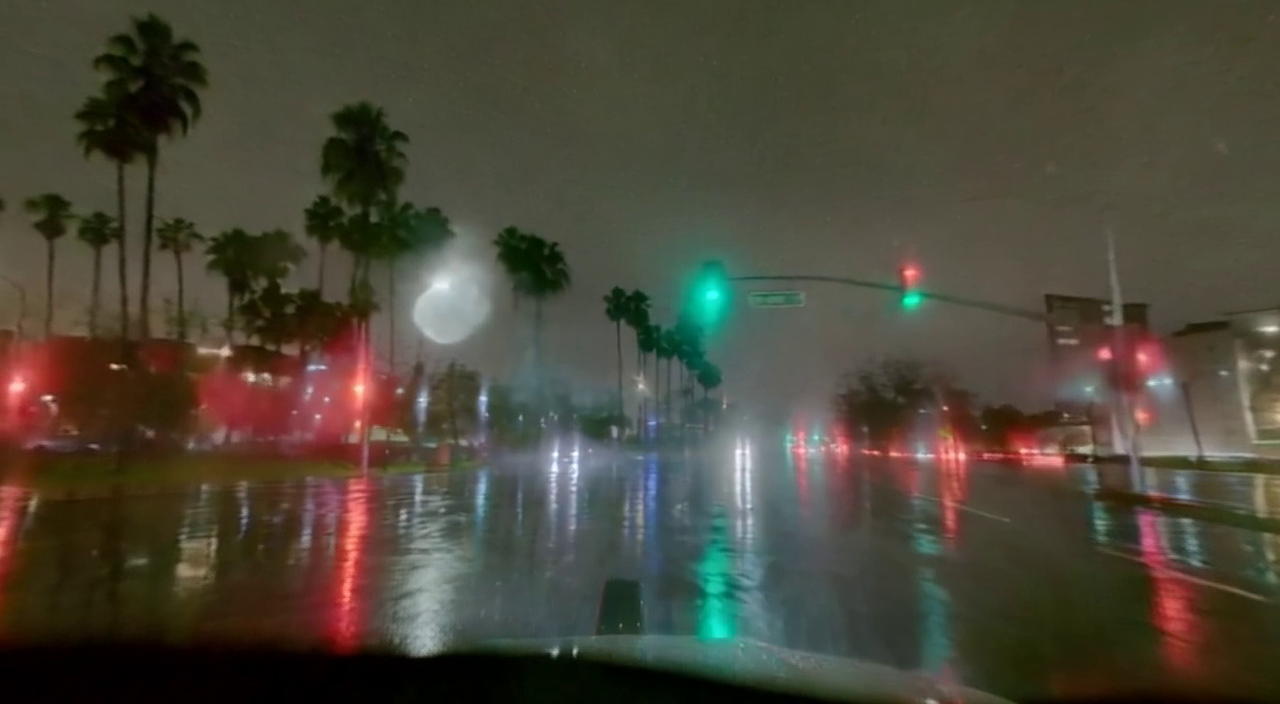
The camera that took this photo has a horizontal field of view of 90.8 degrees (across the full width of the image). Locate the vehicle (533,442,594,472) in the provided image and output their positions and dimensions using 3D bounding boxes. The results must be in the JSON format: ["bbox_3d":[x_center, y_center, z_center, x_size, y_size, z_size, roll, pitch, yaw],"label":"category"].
[{"bbox_3d":[-3.933,5.518,33.340,2.149,1.477,4.186,-1,-9,9],"label":"vehicle"}]
